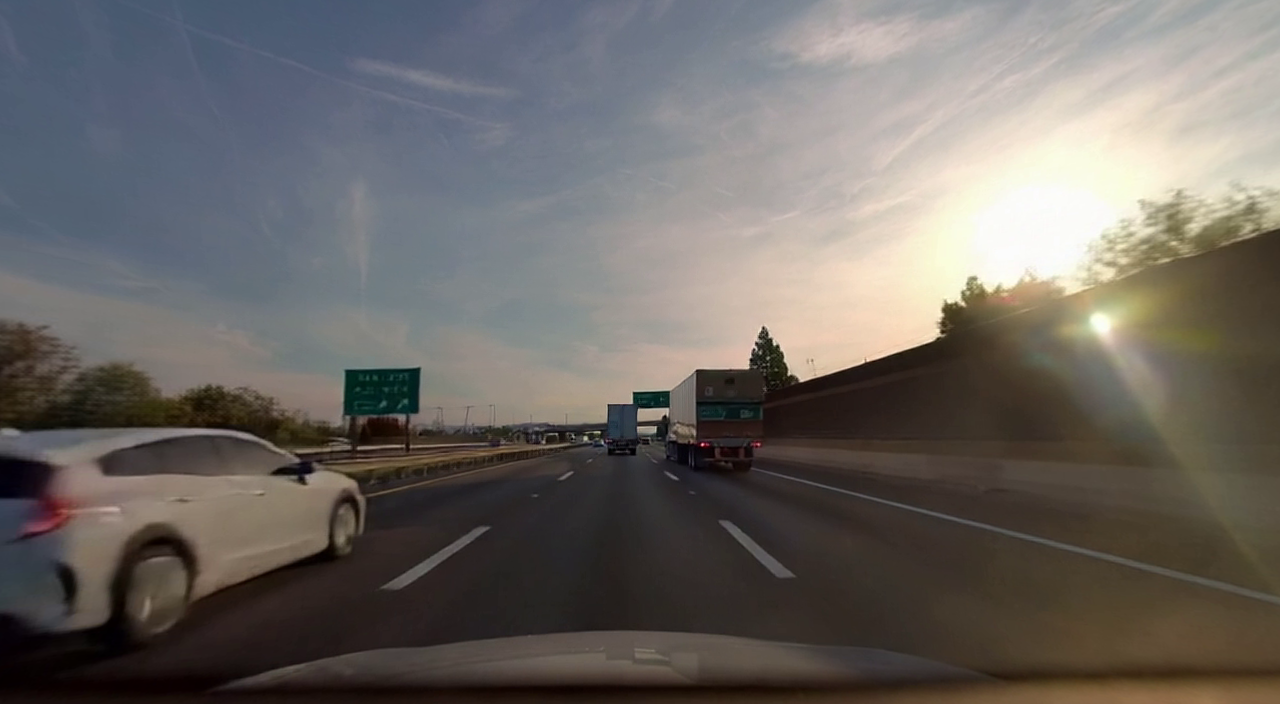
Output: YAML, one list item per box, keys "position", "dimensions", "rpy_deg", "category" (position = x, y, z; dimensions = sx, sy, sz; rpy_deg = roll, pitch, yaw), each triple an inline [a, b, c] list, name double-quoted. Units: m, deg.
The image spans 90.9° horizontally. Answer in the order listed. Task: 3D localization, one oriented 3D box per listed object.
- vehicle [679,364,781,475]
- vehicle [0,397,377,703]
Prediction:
- position: [3.516, 2.984, 27.073]
  dimensions: [2.873, 3.998, 8.286]
  rpy_deg: [0, -8, -2]
  category: "vehicle"
- position: [-4.107, 1.231, 4.621]
  dimensions: [2.208, 1.542, 5.138]
  rpy_deg: [0, -8, -1]
  category: "vehicle"
